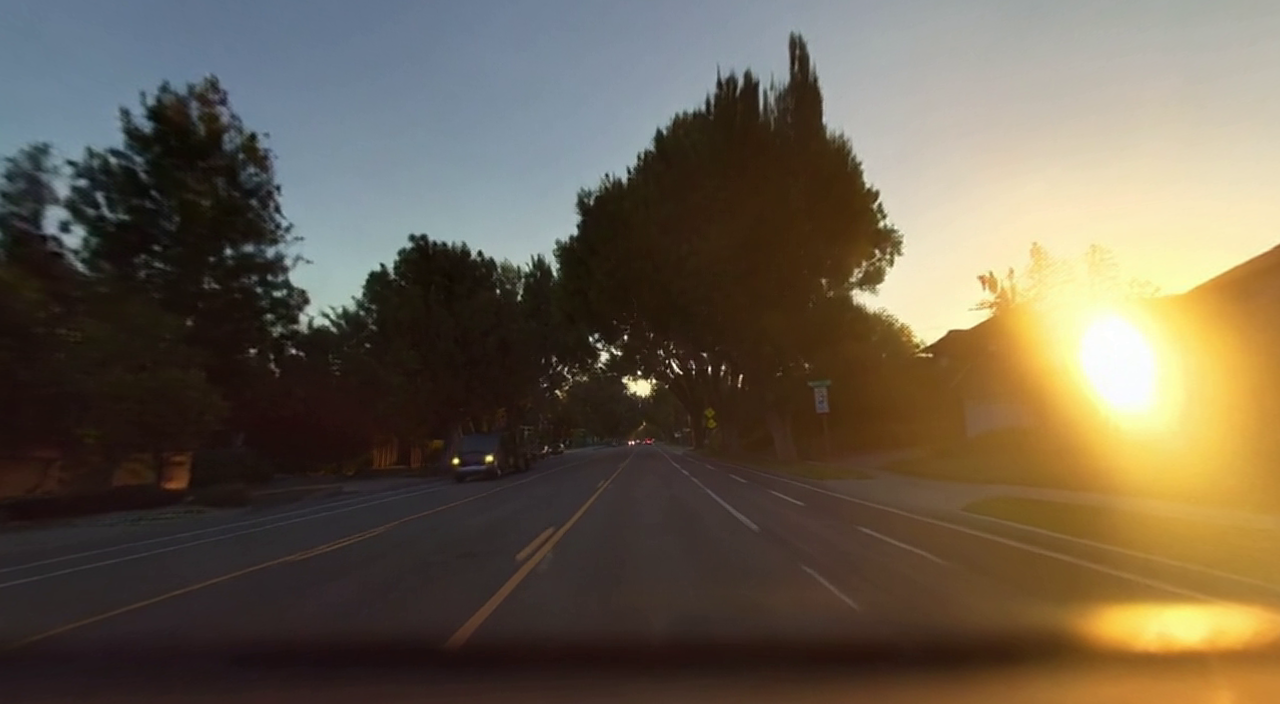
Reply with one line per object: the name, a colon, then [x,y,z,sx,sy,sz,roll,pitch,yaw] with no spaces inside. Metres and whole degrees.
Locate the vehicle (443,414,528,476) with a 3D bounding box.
vehicle: [-8.698,5.373,36.714,2.757,3.141,8.316,0,-8,1]
